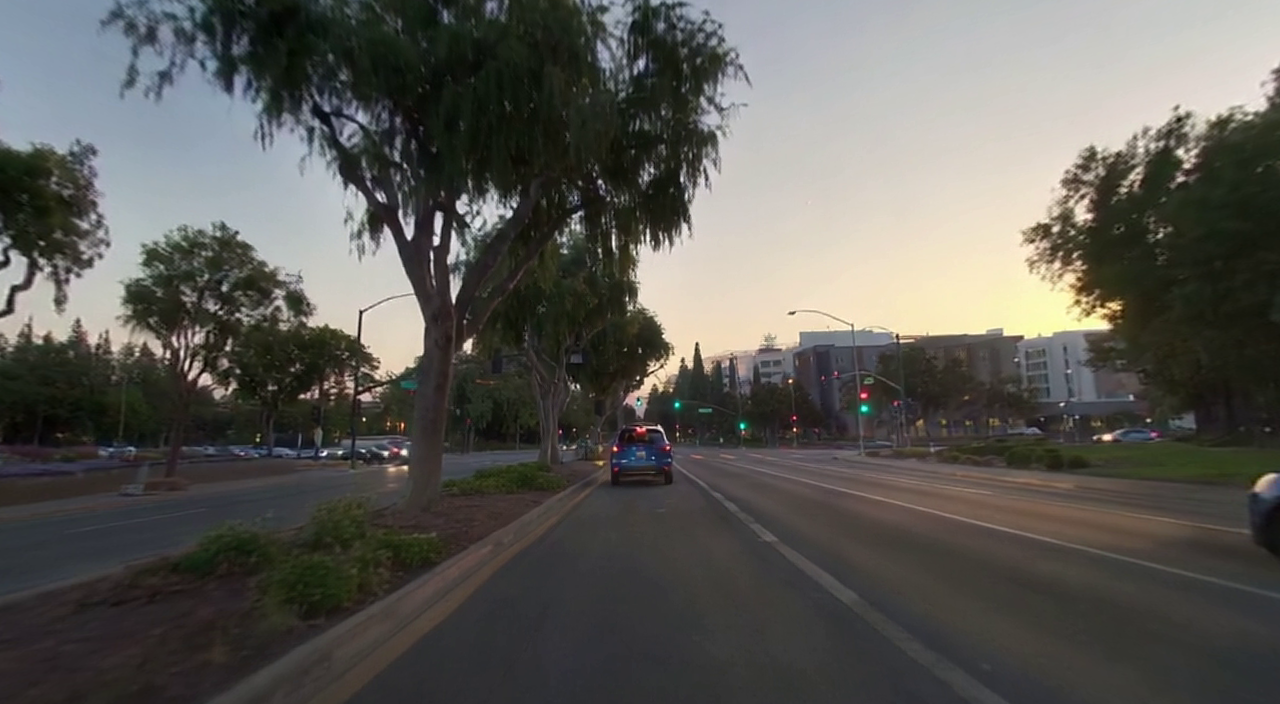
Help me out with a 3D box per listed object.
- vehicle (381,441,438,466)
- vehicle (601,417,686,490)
[{"bbox_3d":[-15.830,6.933,43.299,2.209,1.627,4.582,7,-11,-39],"label":"vehicle"},{"bbox_3d":[0.106,3.052,19.201,2.267,1.926,4.708,0,-9,0],"label":"vehicle"}]
